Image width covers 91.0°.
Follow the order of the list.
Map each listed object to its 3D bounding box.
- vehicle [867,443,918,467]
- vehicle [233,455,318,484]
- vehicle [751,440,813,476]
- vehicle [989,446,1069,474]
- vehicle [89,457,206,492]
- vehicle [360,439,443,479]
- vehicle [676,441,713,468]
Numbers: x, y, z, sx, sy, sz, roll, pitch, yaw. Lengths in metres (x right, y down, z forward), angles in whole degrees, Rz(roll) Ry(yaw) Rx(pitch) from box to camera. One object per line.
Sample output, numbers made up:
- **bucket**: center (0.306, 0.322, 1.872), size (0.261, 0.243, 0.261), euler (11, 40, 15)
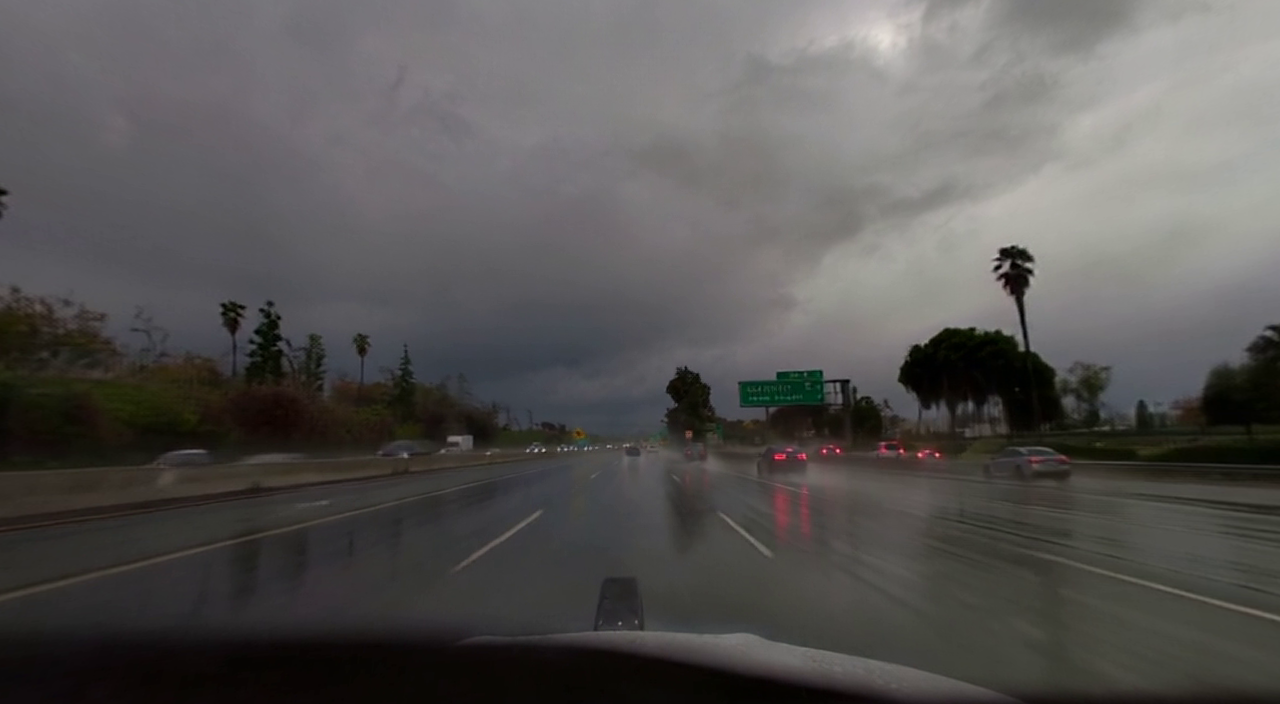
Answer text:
- **vehicle**: center (18.207, 7.456, 45.625), size (1.887, 1.642, 4.592), euler (0, -8, 2)
- **vehicle**: center (-19.635, 6.322, 34.157), size (1.824, 1.412, 4.642), euler (0, -8, 0)
- **vehicle**: center (6.830, 5.140, 30.717), size (1.902, 1.623, 4.360), euler (0, -8, -1)
- **vehicle**: center (21.918, 6.084, 35.704), size (1.774, 1.457, 4.653), euler (0, -8, 3)
- **vehicle**: center (-23.703, 5.888, 30.559), size (1.852, 1.487, 4.696), euler (0, -8, 0)
- **vehicle**: center (-12.305, 5.547, 32.984), size (2.197, 1.943, 5.421), euler (0, -8, 0)
- **vehicle**: center (3.573, 6.800, 42.078), size (2.035, 1.704, 3.867), euler (0, -8, -1)
